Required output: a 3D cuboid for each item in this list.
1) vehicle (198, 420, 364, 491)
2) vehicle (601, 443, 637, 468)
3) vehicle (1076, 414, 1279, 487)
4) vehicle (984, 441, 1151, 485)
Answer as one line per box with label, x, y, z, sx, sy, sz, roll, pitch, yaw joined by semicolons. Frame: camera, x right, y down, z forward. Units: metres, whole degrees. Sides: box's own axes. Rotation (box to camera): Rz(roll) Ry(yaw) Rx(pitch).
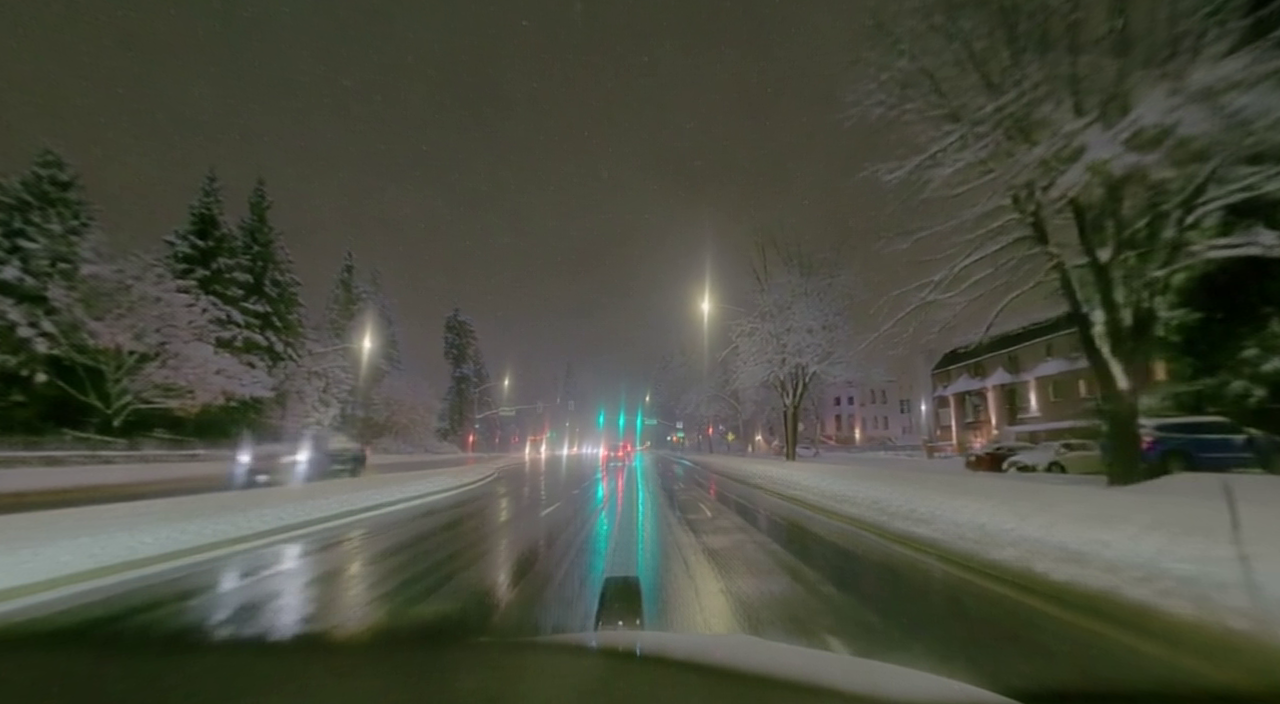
vehicle;-11.273;3.315;20.484;2.193;1.977;5.481;0;-8;-1
vehicle;-1.256;6.584;40.417;2.011;1.498;4.914;0;-8;1
vehicle;15.512;2.703;17.433;5.604;1.833;2.128;1;-9;-7
vehicle;15.218;3.923;22.626;4.673;1.458;2.046;1;-9;-8
